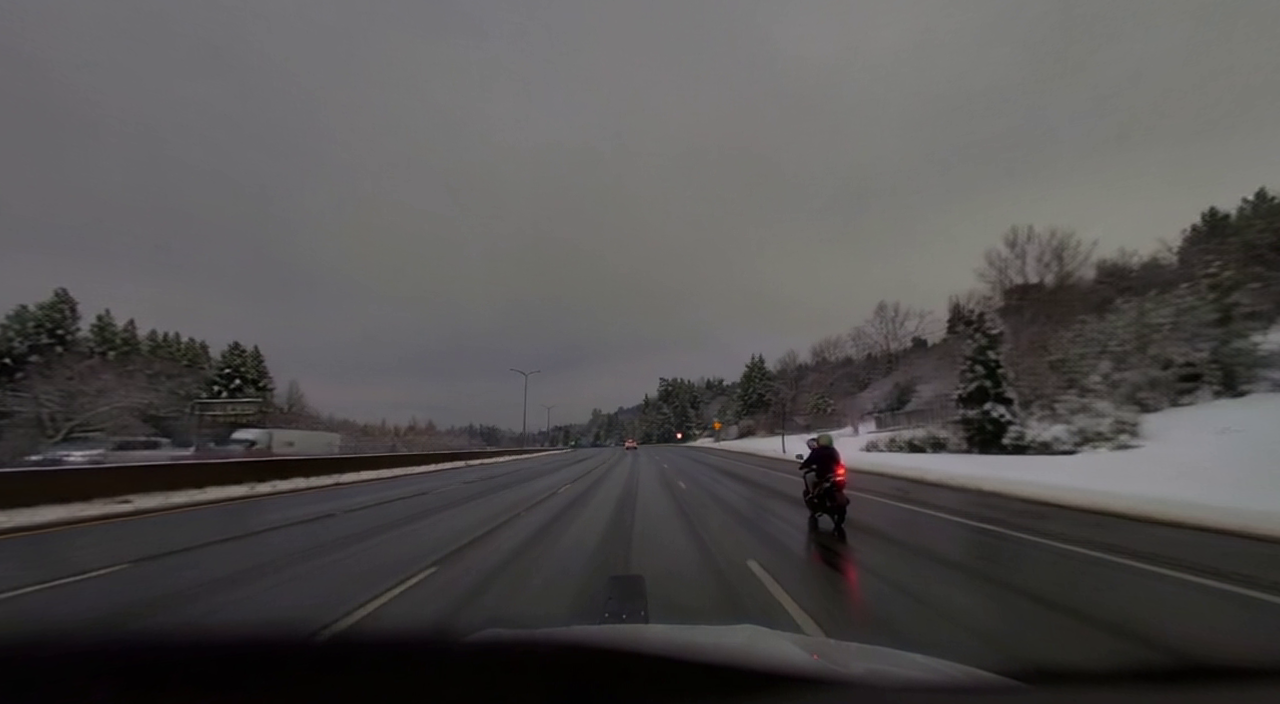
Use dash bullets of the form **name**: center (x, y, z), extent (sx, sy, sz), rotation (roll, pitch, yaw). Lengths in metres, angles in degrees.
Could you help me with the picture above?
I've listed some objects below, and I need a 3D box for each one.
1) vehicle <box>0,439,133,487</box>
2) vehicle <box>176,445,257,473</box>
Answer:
- **vehicle**: center (-25.072, 4.609, 26.688), extent (2.338, 1.765, 5.836), rotation (0, -8, 1)
- **vehicle**: center (-28.006, 7.076, 41.893), extent (2.064, 1.707, 4.753), rotation (0, -8, 0)
